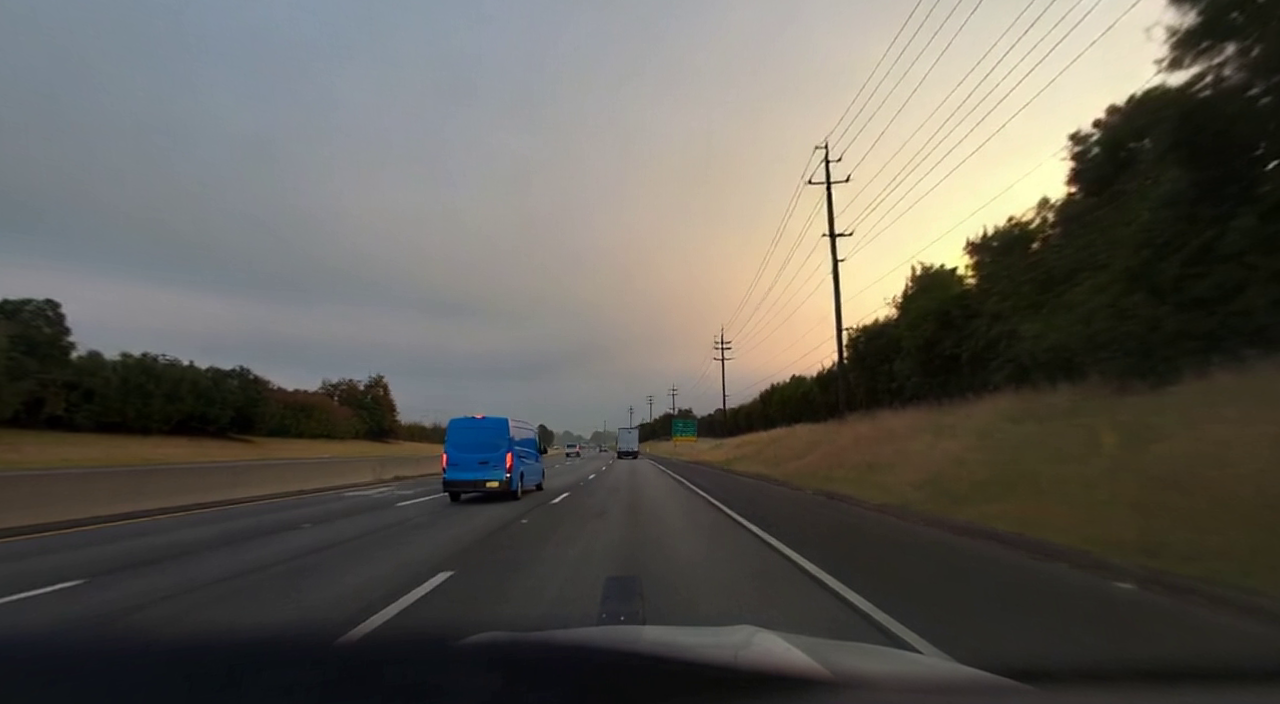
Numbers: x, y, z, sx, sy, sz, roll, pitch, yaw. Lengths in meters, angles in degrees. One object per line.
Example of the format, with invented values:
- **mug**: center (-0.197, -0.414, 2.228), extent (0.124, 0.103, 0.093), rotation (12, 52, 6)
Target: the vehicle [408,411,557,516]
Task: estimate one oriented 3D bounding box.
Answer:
- **vehicle**: center (-3.394, 2.555, 14.840), extent (2.197, 2.011, 5.130), rotation (0, -9, 0)
